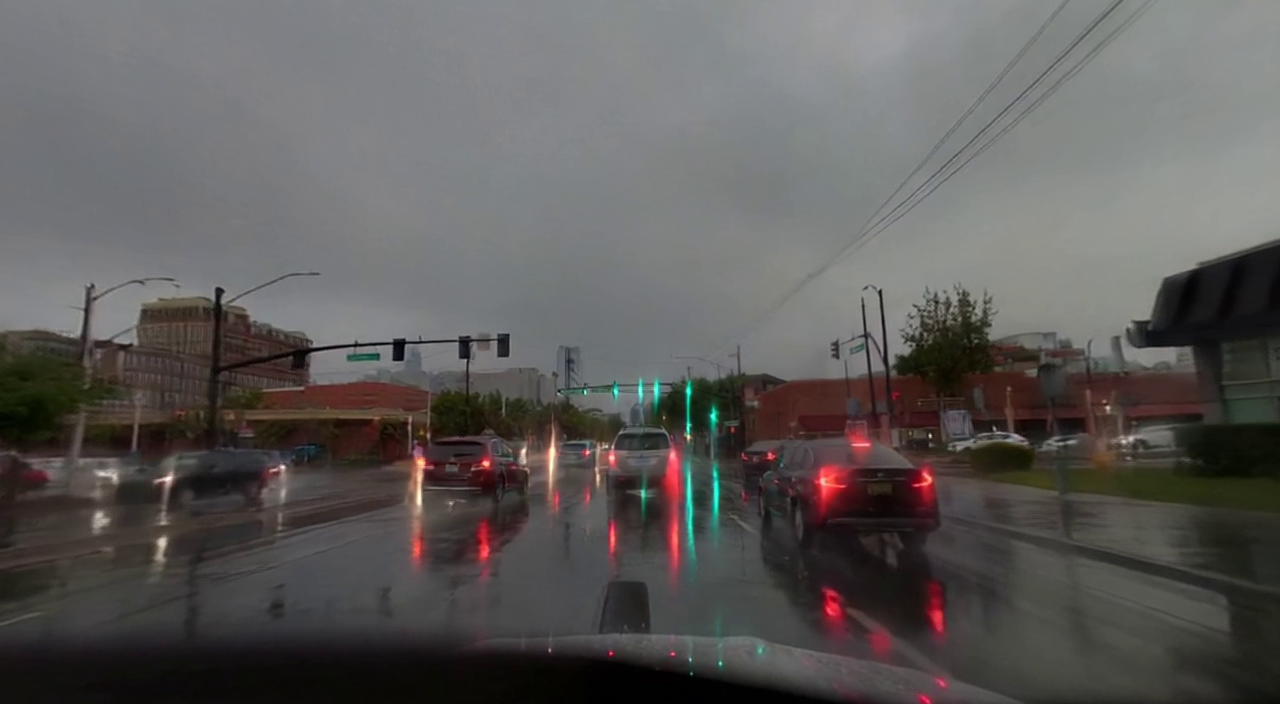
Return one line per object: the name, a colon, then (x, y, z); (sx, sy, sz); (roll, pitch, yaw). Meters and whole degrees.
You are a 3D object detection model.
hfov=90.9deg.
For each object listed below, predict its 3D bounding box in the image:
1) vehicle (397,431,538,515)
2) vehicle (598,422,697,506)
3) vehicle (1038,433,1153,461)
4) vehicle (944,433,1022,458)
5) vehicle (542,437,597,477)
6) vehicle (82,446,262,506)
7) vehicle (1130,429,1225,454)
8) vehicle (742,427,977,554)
vehicle: (-3.669, 2.657, 14.321); (1.886, 1.599, 4.247); (0, -8, 2)
vehicle: (0.194, 2.671, 15.400); (2.075, 1.770, 4.018); (0, -8, 1)
vehicle: (25.358, 5.315, 35.255); (4.736, 1.526, 1.878); (-1, -8, 9)
vehicle: (23.416, 6.411, 43.154); (4.236, 1.617, 1.832); (-1, -9, 9)
vehicle: (-3.089, 4.694, 28.303); (1.894, 1.642, 3.861); (0, -8, 2)
vehicle: (-14.853, 3.916, 20.475); (2.099, 1.696, 4.746); (0, -8, 1)
vehicle: (37.334, 6.237, 43.889); (4.409, 1.696, 2.180); (-2, -9, 13)
vehicle: (2.968, 1.980, 9.733); (2.030, 1.492, 4.383); (0, -8, 0)
